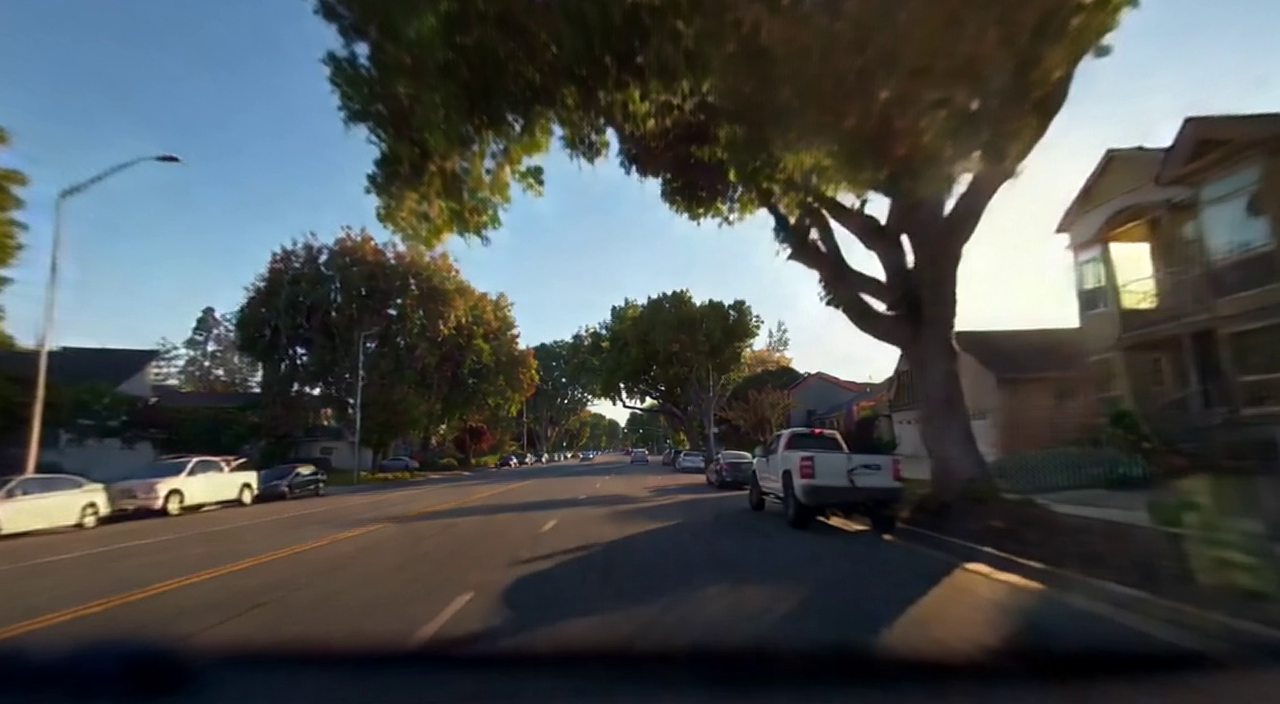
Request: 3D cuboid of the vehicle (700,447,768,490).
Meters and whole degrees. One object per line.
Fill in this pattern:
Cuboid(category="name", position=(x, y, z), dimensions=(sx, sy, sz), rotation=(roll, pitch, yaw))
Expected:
Cuboid(category="vehicle", position=(3.476, 4.404, 24.200), dimensions=(2.009, 1.468, 4.414), rotation=(0, -9, 1))

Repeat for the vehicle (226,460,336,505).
Cuboid(category="vehicle", position=(-13.916, 5.065, 24.827), dimensions=(1.798, 1.486, 4.353), rotation=(0, -9, -1))

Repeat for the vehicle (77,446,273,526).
Cuboid(category="vehicle", position=(-13.989, 4.014, 19.589), dimensions=(2.213, 1.903, 5.326), rotation=(-5, -9, -2))

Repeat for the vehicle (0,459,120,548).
Cuboid(category="vehicle", position=(-13.879, 3.225, 13.641), dimensions=(1.772, 1.736, 4.020), rotation=(0, -9, 1))

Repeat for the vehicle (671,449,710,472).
Cuboid(category="vehicle", position=(3.349, 7.319, 42.837), dimensions=(2.158, 1.477, 5.135), rotation=(0, -9, 0))

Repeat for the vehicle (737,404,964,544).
Cuboid(category="vehicle", position=(3.573, 2.264, 12.451), dimensions=(2.327, 2.026, 6.259), rotation=(0, -9, 0))
